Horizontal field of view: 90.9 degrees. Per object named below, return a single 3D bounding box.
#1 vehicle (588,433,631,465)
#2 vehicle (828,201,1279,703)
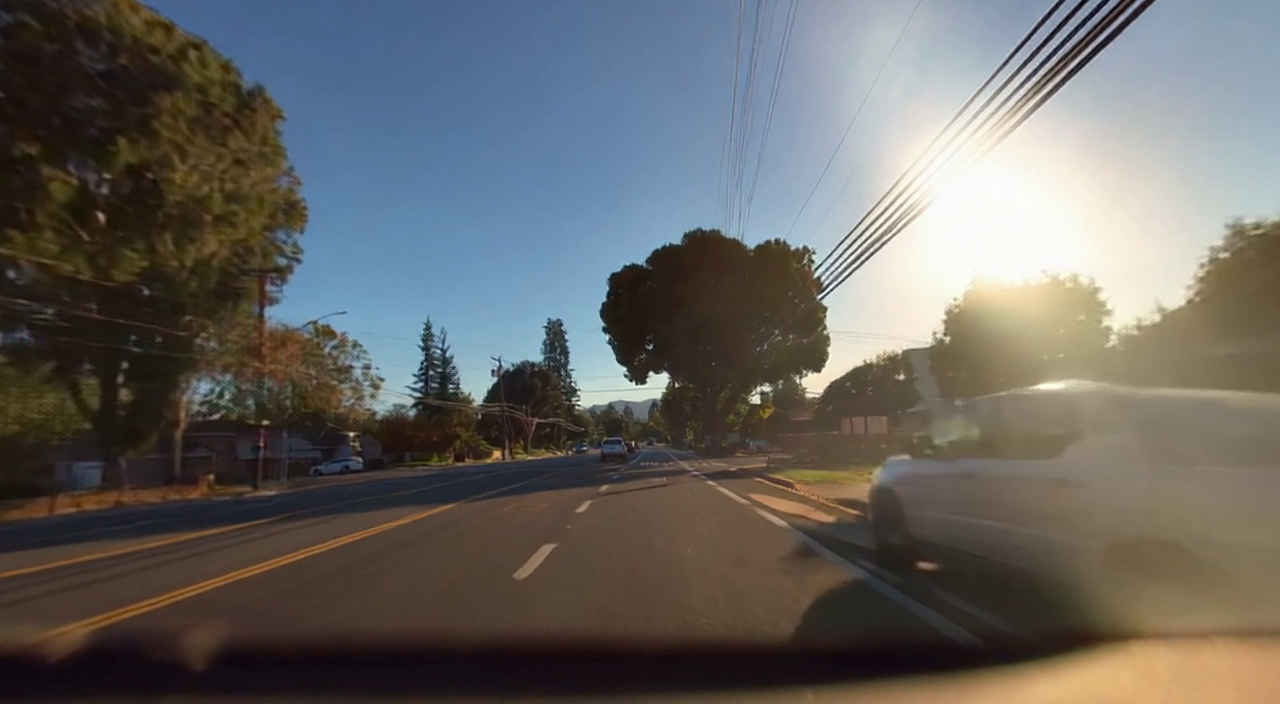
[{"bbox_3d":[-1.818,6.031,39.288,2.327,1.861,4.941,-1,-8,2],"label":"vehicle"},{"bbox_3d":[3.596,0.911,4.517,2.622,2.137,6.267,2,-9,0],"label":"vehicle"}]
